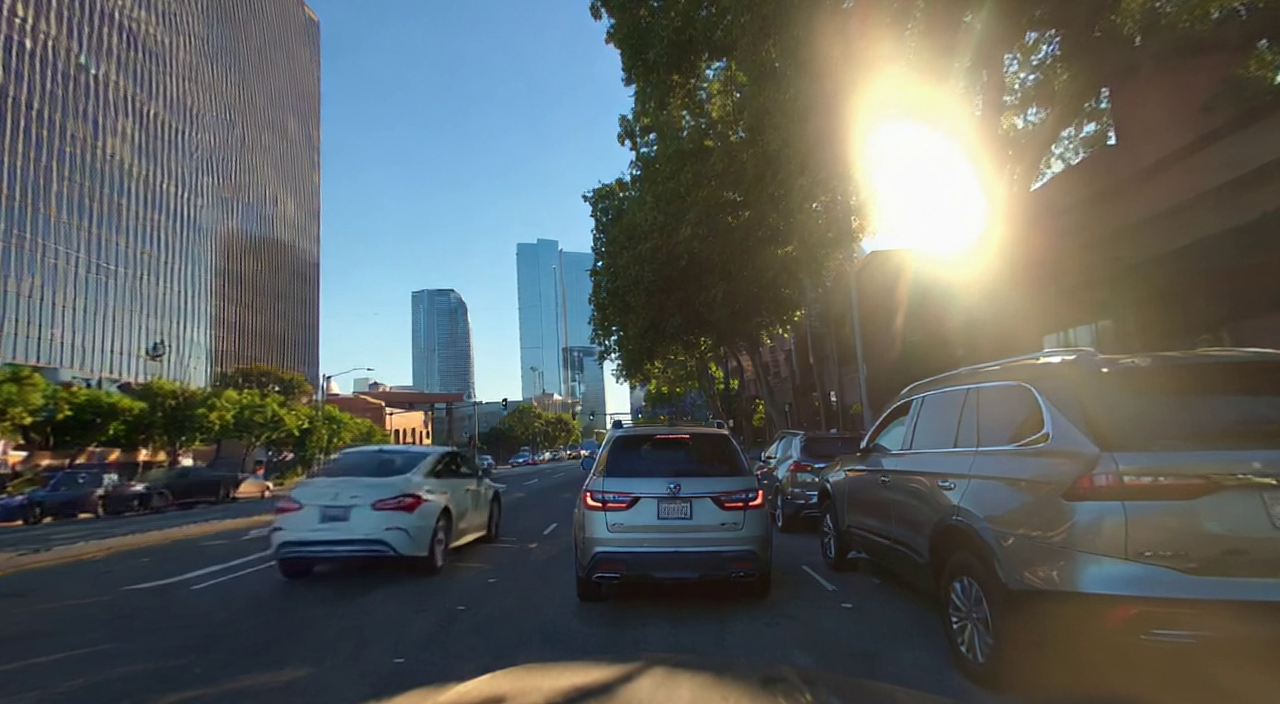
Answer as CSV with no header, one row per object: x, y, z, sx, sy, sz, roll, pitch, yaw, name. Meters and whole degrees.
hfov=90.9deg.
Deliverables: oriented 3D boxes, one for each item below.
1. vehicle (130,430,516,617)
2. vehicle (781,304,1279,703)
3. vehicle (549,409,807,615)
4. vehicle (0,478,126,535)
-3.029,1.737,7.494,2.088,1.483,4.708,0,-9,1,vehicle
2.756,1.079,4.914,2.117,1.855,4.794,0,-9,-1,vehicle
0.242,1.540,6.865,2.045,1.608,3.573,0,-9,-2,vehicle
-22.637,5.772,24.030,1.975,1.698,4.715,0,-9,2,vehicle
